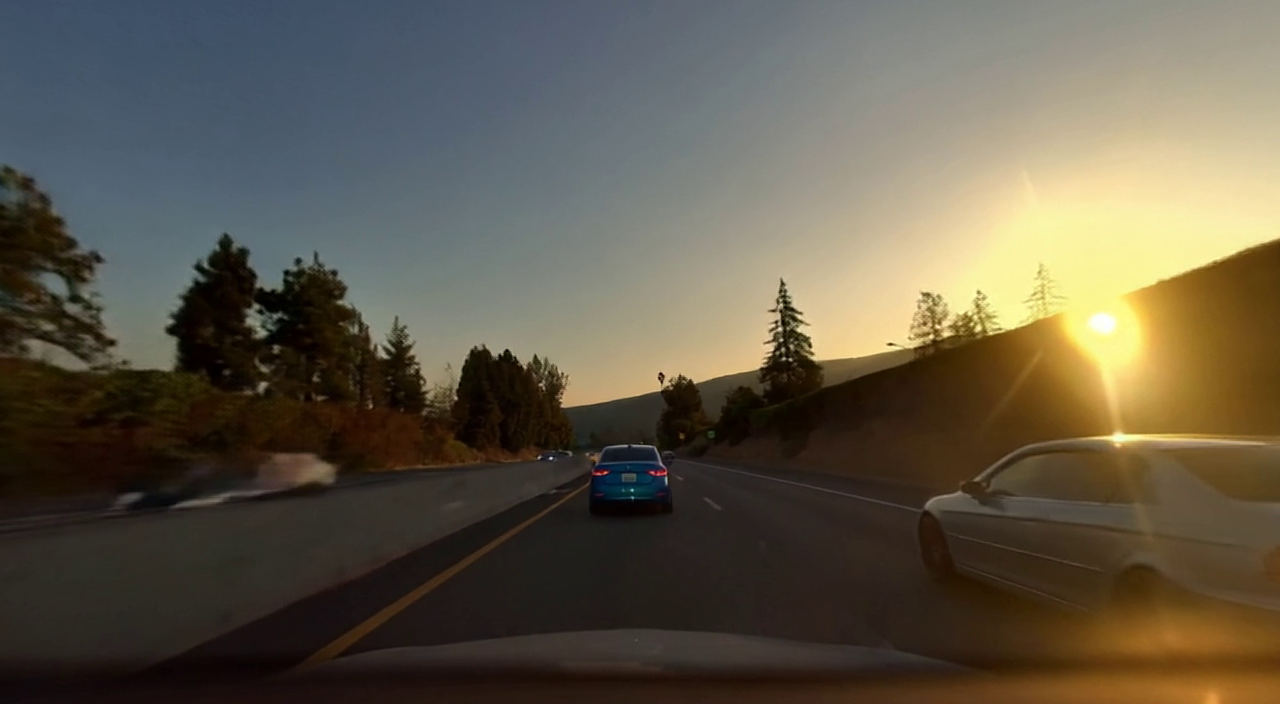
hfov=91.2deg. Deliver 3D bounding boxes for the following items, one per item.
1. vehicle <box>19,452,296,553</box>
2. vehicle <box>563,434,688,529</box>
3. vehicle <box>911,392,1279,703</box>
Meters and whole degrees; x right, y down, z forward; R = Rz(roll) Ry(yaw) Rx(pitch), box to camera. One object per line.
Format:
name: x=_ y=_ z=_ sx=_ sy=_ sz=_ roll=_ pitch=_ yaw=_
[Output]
vehicle: x=-9.033 y=2.785 z=12.303 sx=1.925 sy=1.558 sz=4.069 roll=-1 pitch=-9 yaw=6
vehicle: x=-0.328 y=2.503 z=12.696 sx=2.083 sy=1.548 sz=4.251 roll=0 pitch=-9 yaw=-2
vehicle: x=3.691 y=1.131 z=3.911 sx=2.021 sy=1.533 sz=4.014 roll=0 pitch=-9 yaw=-3
